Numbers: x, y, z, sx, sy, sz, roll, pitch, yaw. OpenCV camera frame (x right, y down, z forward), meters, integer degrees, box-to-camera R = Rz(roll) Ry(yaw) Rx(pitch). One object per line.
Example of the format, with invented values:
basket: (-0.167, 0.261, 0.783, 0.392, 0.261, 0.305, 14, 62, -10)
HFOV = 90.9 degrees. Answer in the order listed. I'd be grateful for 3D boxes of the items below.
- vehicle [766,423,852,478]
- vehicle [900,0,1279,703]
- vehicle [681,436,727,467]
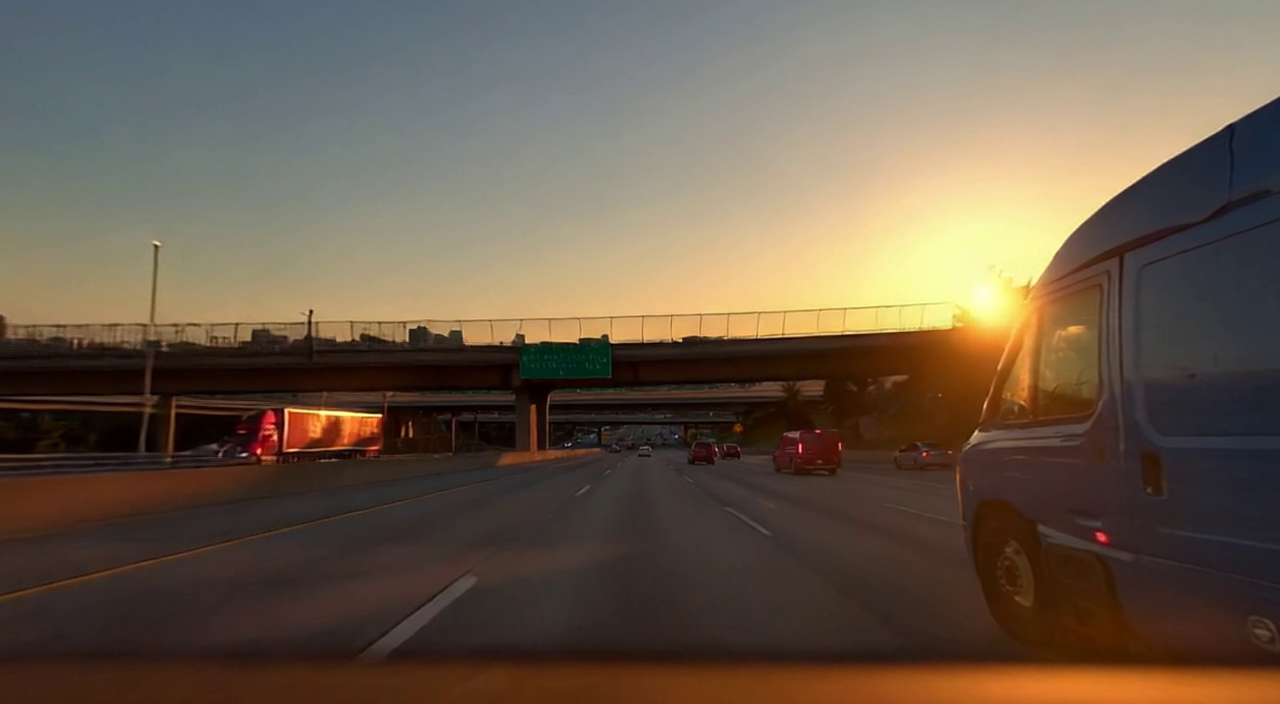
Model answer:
vehicle: (7.390, 4.404, 28.313, 2.301, 2.203, 5.419, 0, -8, 0)
vehicle: (3.210, 0.131, 1.140, 2.436, 2.745, 7.034, 0, -8, 0)
vehicle: (4.213, 6.666, 42.438, 2.464, 1.961, 5.520, 0, -8, -1)
